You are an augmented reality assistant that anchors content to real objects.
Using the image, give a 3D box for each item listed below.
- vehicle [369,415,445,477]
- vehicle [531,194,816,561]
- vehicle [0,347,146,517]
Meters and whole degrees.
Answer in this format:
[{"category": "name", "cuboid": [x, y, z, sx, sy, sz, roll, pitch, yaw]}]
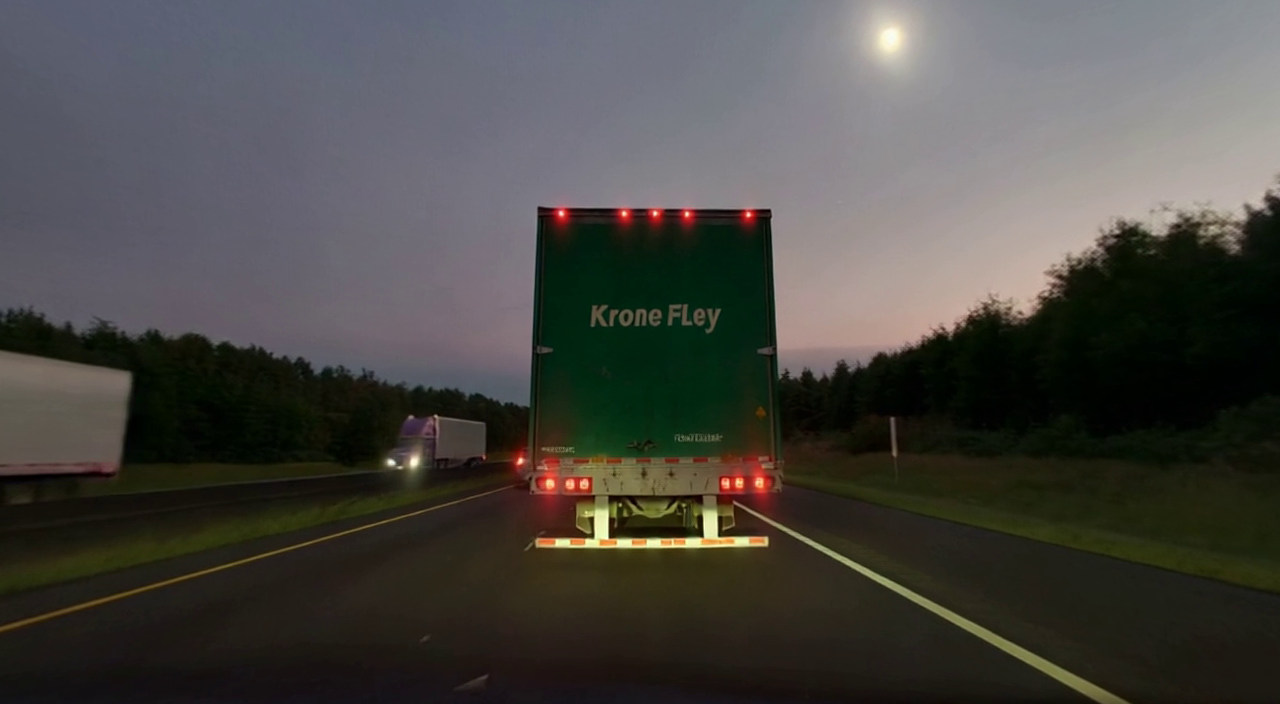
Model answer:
[{"category": "vehicle", "cuboid": [-16.105, 6.581, 44.002, 2.992, 3.946, 5.787, 0, -9, 0]}, {"category": "vehicle", "cuboid": [0.440, 1.330, 14.598, 3.230, 4.377, 14.405, 0, -9, 0]}, {"category": "vehicle", "cuboid": [-16.821, 1.438, 12.075, 2.847, 4.009, 14.414, 0, -9, 1]}]
